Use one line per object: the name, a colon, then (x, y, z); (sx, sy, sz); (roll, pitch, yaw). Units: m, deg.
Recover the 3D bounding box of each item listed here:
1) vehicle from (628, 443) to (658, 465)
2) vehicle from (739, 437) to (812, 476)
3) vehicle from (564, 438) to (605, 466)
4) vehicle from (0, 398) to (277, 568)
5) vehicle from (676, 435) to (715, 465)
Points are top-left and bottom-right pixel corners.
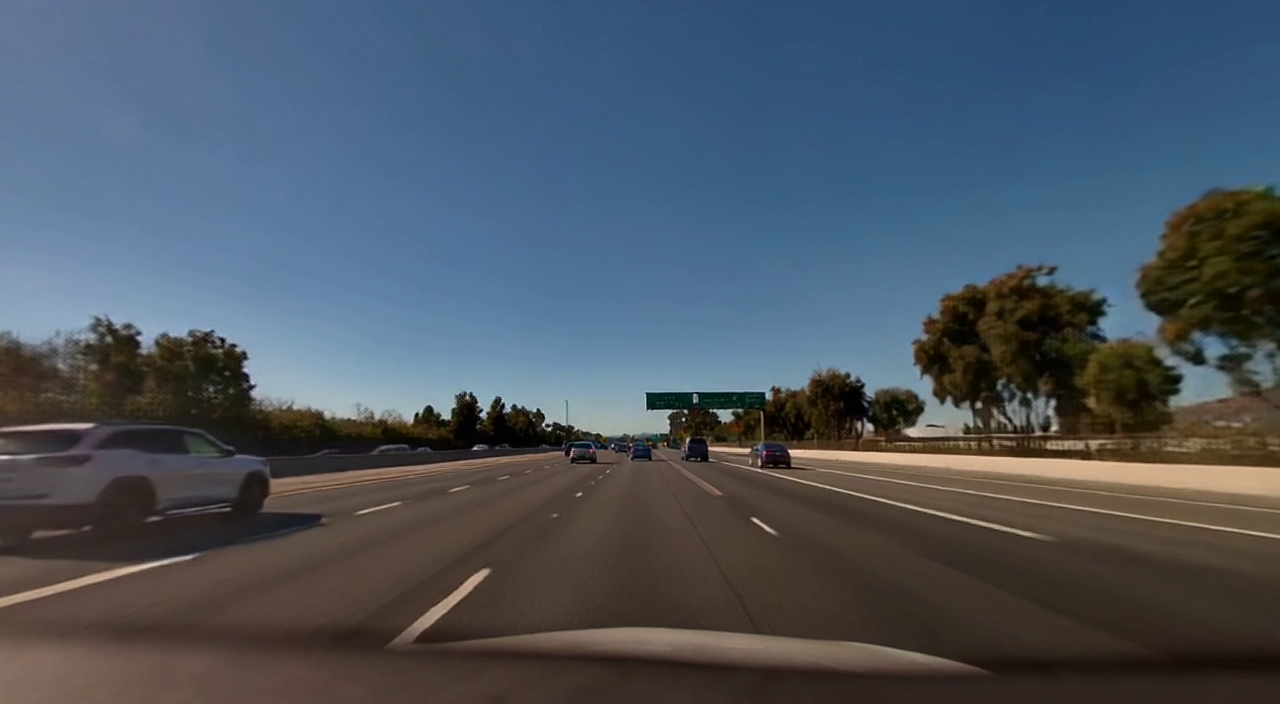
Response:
vehicle: (0.251, 7.390, 45.839); (2.050, 1.452, 3.917); (0, -8, 1)
vehicle: (6.165, 4.793, 29.272); (2.196, 1.659, 4.451); (0, -8, -3)
vehicle: (-3.544, 6.515, 41.250); (2.118, 1.750, 4.875); (0, -8, 1)
vehicle: (-7.841, 1.722, 8.942); (2.199, 1.781, 5.271); (0, -8, 1)
vehicle: (3.935, 7.038, 45.538); (2.348, 1.991, 5.460); (0, -8, 0)
